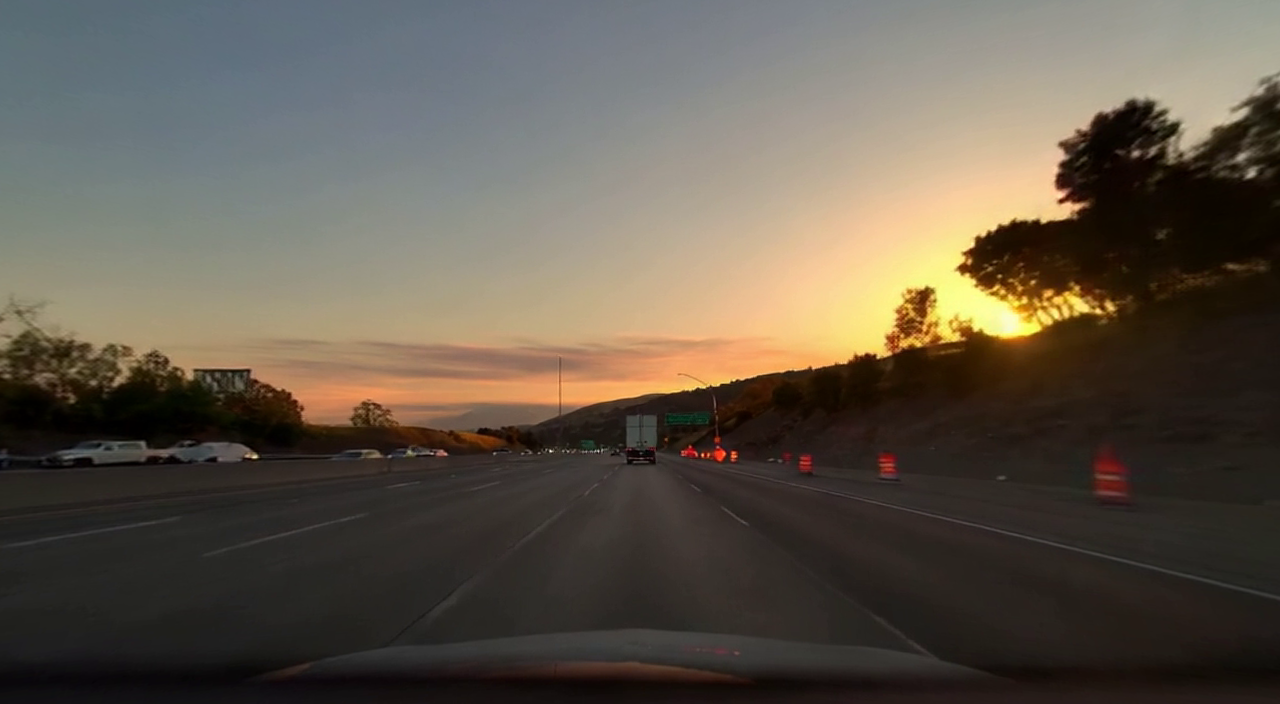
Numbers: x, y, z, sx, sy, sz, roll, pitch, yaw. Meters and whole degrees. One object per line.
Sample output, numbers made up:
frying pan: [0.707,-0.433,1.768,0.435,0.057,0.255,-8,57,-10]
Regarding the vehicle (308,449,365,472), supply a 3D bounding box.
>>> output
vehicle: [-20.402,7.277,42.466,1.953,1.484,3.843,0,-9,0]
